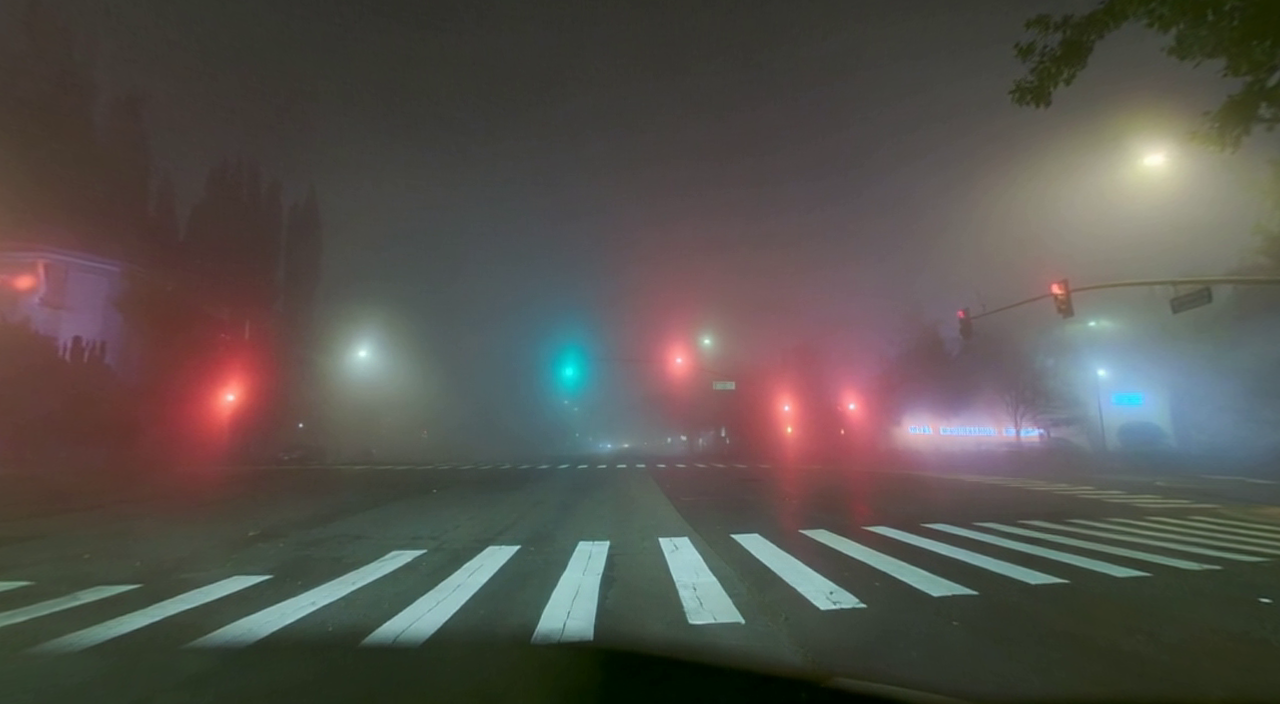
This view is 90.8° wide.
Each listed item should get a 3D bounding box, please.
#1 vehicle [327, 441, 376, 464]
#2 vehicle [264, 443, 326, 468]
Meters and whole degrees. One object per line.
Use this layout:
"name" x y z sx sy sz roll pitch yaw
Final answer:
"vehicle" -22.502 7.851 49.476 2.023 1.706 4.756 1 -9 -6
"vehicle" -21.850 6.561 40.150 2.005 1.496 4.020 1 -9 -6
